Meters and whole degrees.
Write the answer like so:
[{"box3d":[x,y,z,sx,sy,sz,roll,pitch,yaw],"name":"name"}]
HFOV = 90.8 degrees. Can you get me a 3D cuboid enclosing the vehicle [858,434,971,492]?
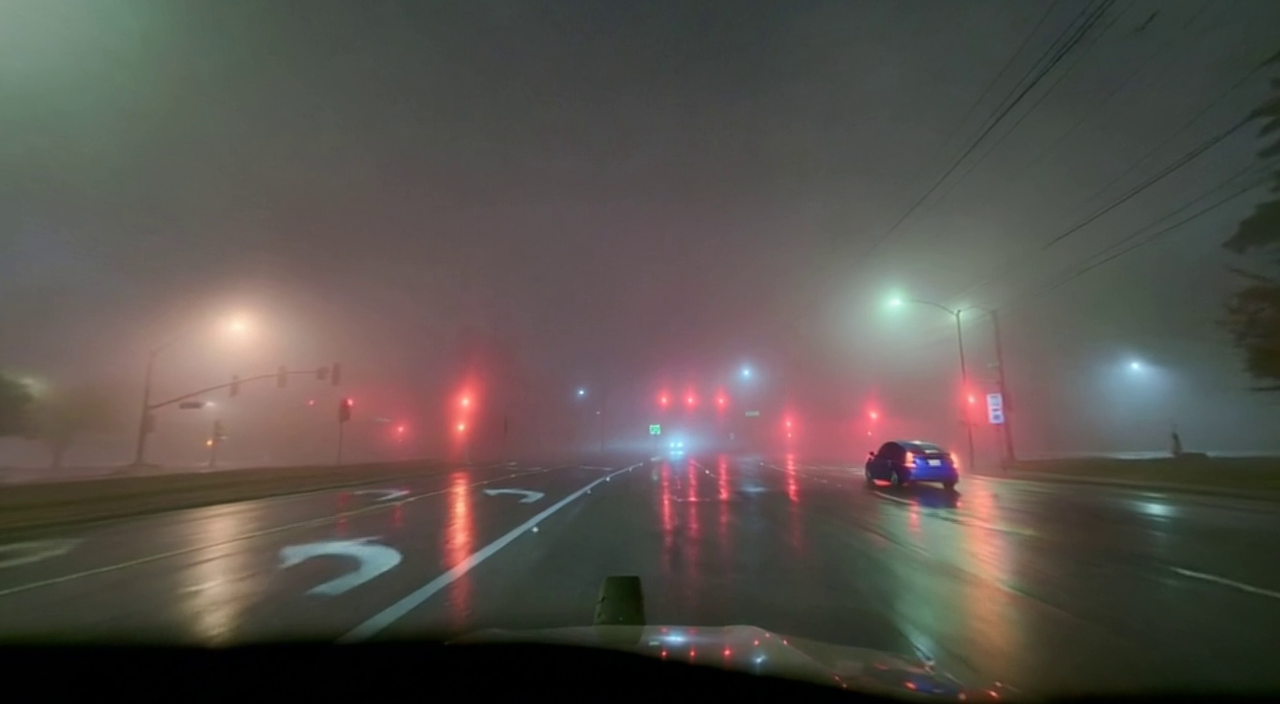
[{"box3d":[8.036,3.274,18.893,1.797,1.544,3.685,0,-9,2],"name":"vehicle"}]
